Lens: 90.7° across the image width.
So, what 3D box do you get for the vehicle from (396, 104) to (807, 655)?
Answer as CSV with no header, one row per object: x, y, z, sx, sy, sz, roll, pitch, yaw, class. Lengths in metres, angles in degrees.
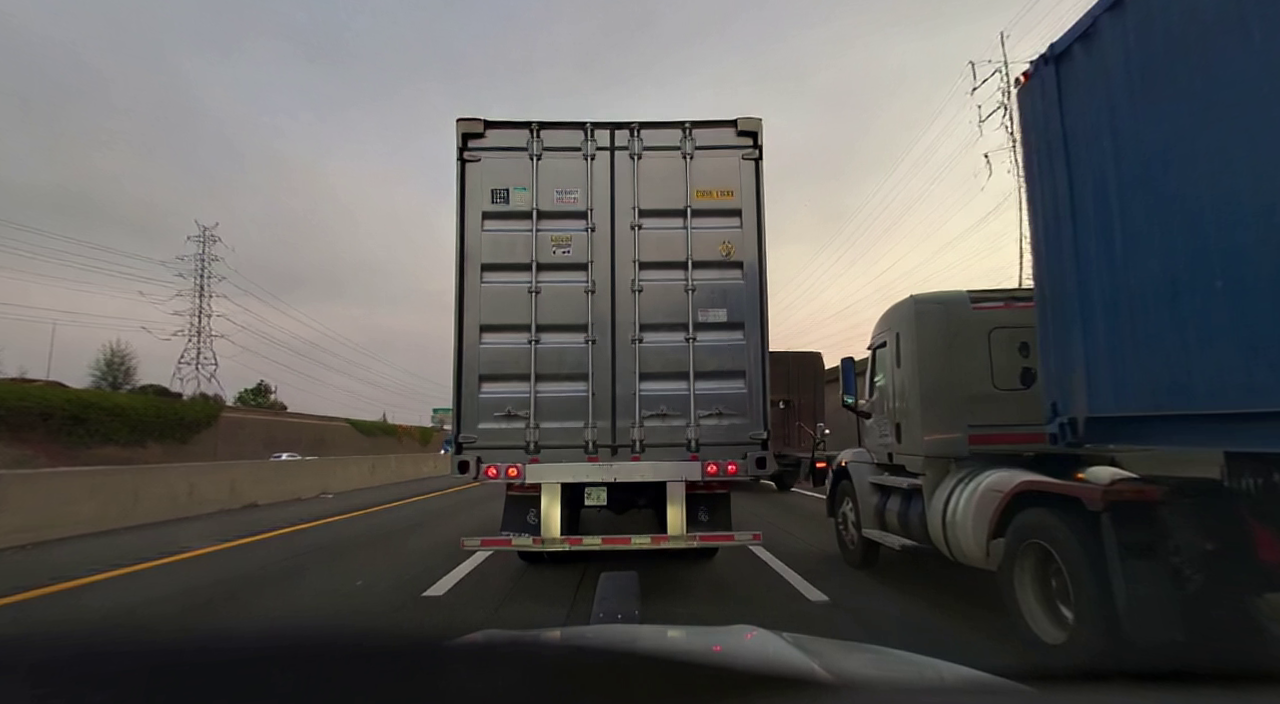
-0.284,0.959,10.630,2.841,4.071,12.046,0,-8,0,vehicle
